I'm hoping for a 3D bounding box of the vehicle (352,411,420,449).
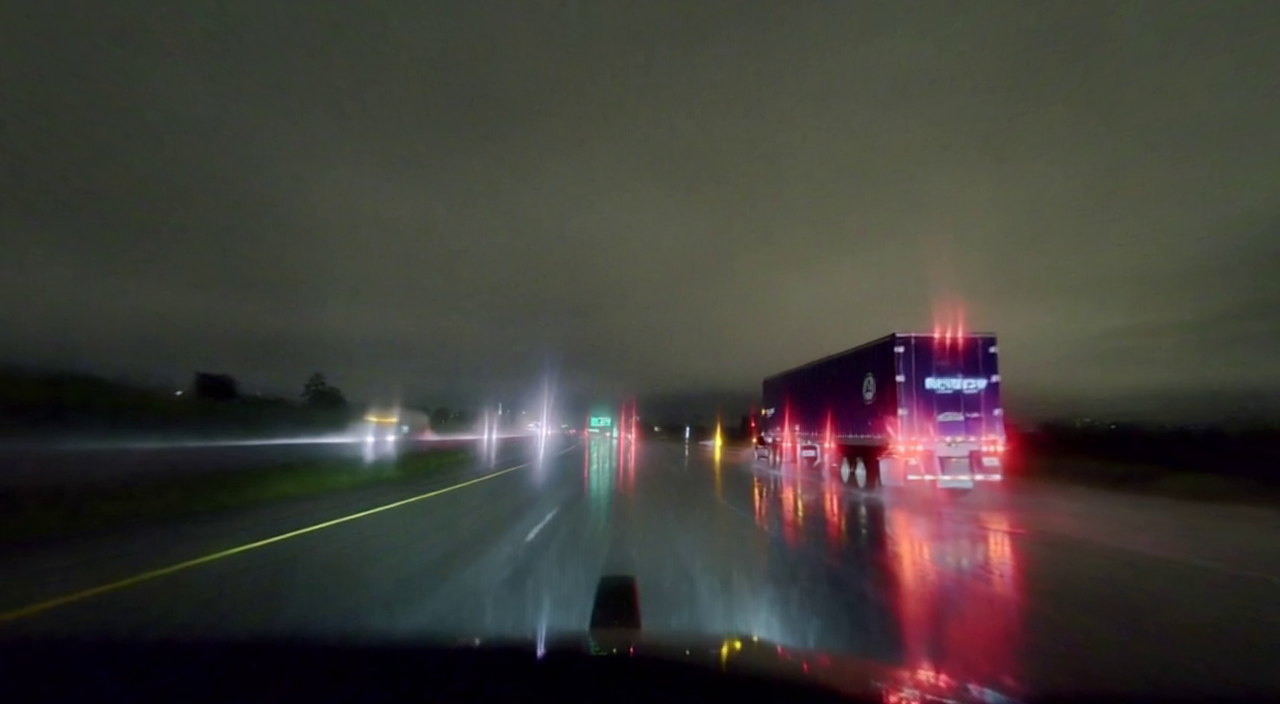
[{"bbox_3d":[-17.422,5.453,43.555,2.344,2.468,5.976,0,-8,-2],"label":"vehicle"}]
